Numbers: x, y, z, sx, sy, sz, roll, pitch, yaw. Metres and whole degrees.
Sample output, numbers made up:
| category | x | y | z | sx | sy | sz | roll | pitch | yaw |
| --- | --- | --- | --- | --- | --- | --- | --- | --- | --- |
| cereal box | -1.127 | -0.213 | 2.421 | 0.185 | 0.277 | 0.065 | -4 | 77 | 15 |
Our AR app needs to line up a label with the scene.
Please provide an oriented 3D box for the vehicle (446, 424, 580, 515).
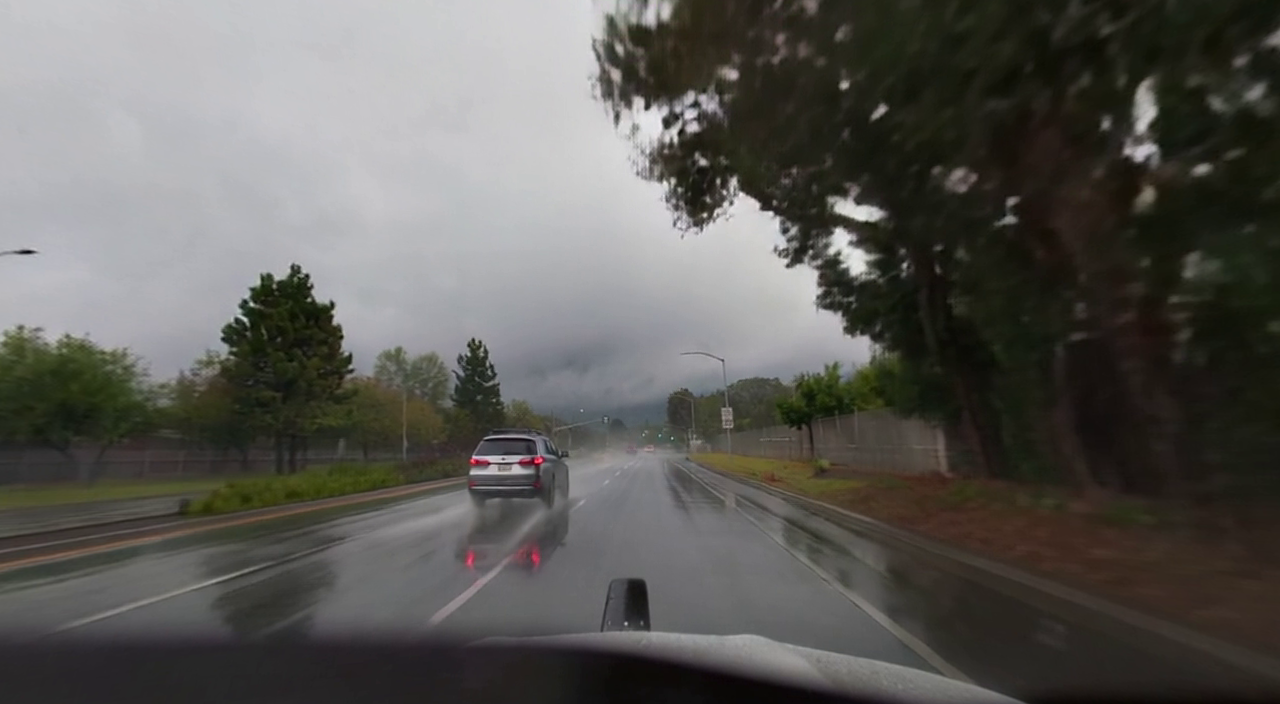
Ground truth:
| category | x | y | z | sx | sy | sz | roll | pitch | yaw |
| --- | --- | --- | --- | --- | --- | --- | --- | --- | --- |
| vehicle | -2.834 | 2.763 | 15.386 | 2.160 | 1.855 | 4.695 | 0 | -8 | 2 |
